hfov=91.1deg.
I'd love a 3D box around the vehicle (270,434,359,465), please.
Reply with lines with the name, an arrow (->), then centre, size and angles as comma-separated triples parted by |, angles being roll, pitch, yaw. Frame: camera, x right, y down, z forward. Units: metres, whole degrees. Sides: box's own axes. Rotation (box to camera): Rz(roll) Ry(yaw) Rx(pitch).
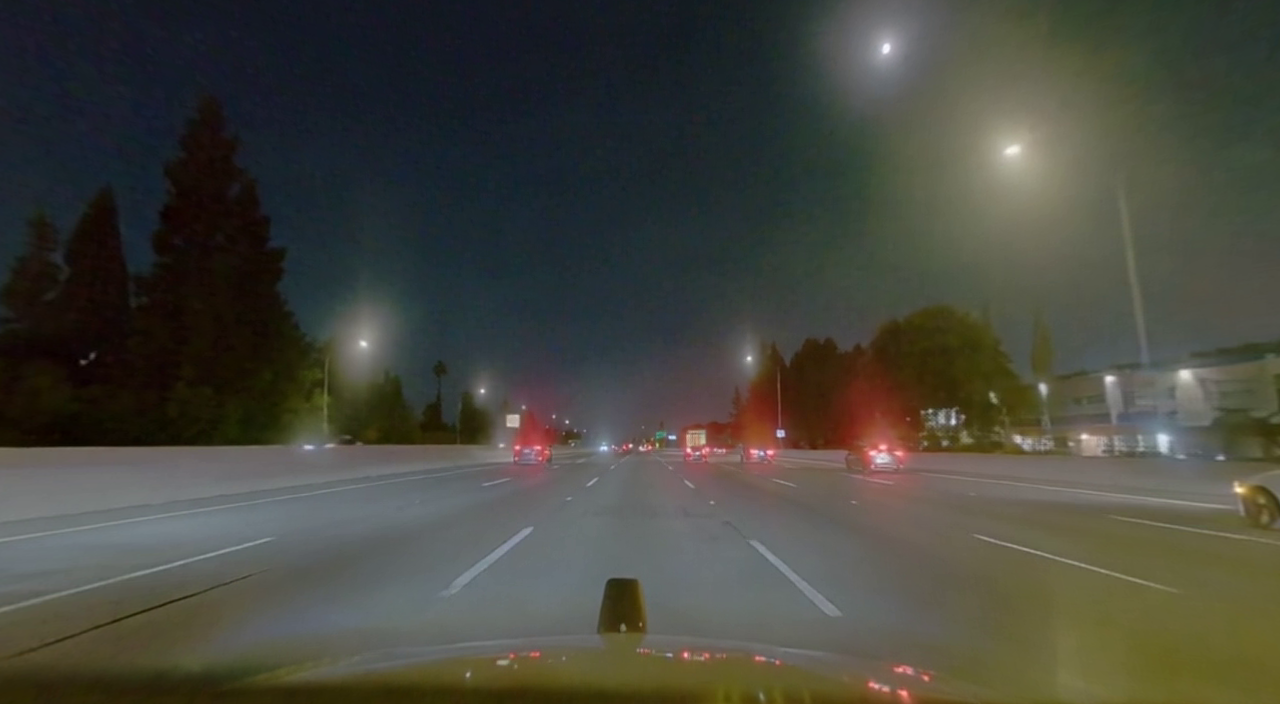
vehicle -> -21.235, 6.427, 41.312 | 2.760, 1.878, 5.700 | 0, -9, 1

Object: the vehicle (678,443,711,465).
vehicle -> 3.758, 7.108, 44.046 | 1.950, 1.453, 3.378 | 0, -8, -1

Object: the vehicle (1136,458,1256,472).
vehicle -> 43.723, 8.872, 49.591 | 6.546, 0.925, 2.669 | -3, -9, 21

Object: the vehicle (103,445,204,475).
vehicle -> -25.236, 5.611, 32.794 | 1.743, 1.428, 4.297 | 0, -9, 1

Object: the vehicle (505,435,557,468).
vehicle -> -6.242, 5.760, 36.408 | 2.091, 1.746, 4.437 | 0, -9, 1
